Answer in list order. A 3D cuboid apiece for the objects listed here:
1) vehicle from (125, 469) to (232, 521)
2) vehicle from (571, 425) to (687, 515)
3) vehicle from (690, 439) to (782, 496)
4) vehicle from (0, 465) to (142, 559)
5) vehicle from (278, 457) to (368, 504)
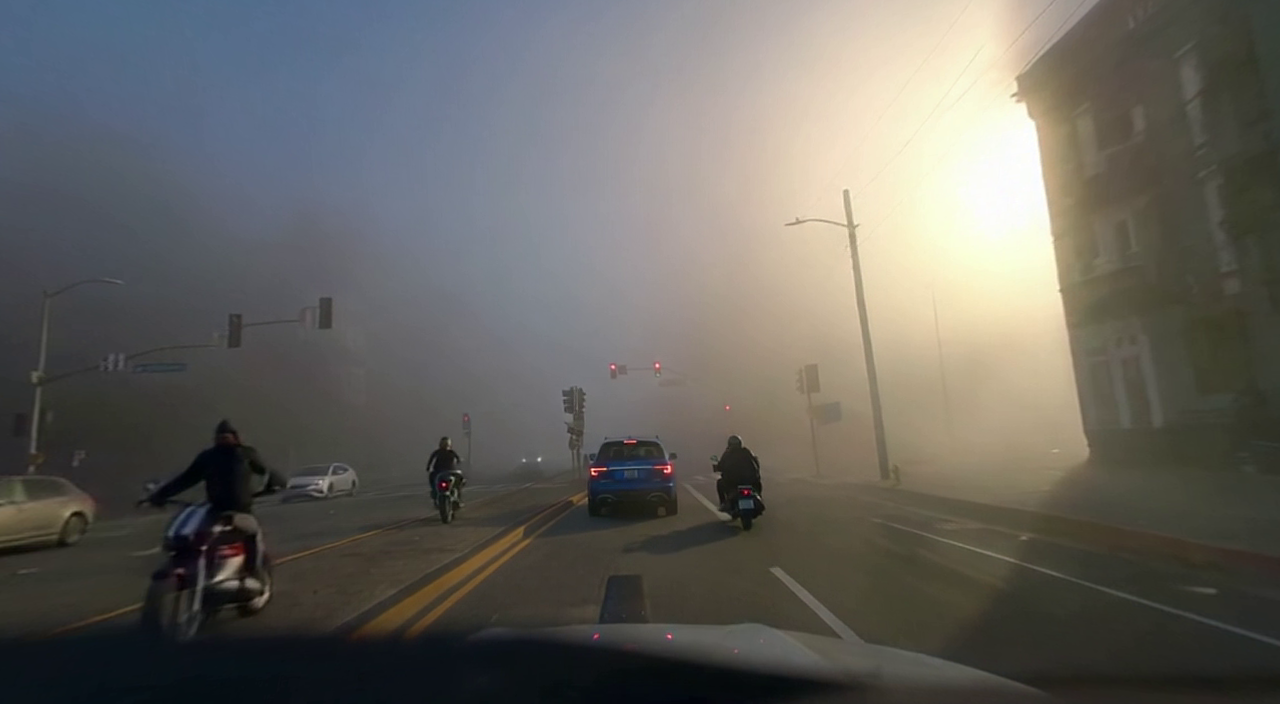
[{"bbox_3d":[-18.521,5.715,25.582,2.032,1.701,4.475,2,-9,-17],"label":"vehicle"},{"bbox_3d":[-0.200,2.641,14.508,2.265,1.748,4.130,0,-9,1],"label":"vehicle"},{"bbox_3d":[2.769,3.466,19.243,2.101,1.507,4.355,0,-9,0],"label":"vehicle"},{"bbox_3d":[-13.672,3.418,13.751,1.926,1.732,4.635,0,-9,-2],"label":"vehicle"},{"bbox_3d":[-13.519,5.464,27.218,1.871,1.786,4.386,0,-9,-4],"label":"vehicle"}]
